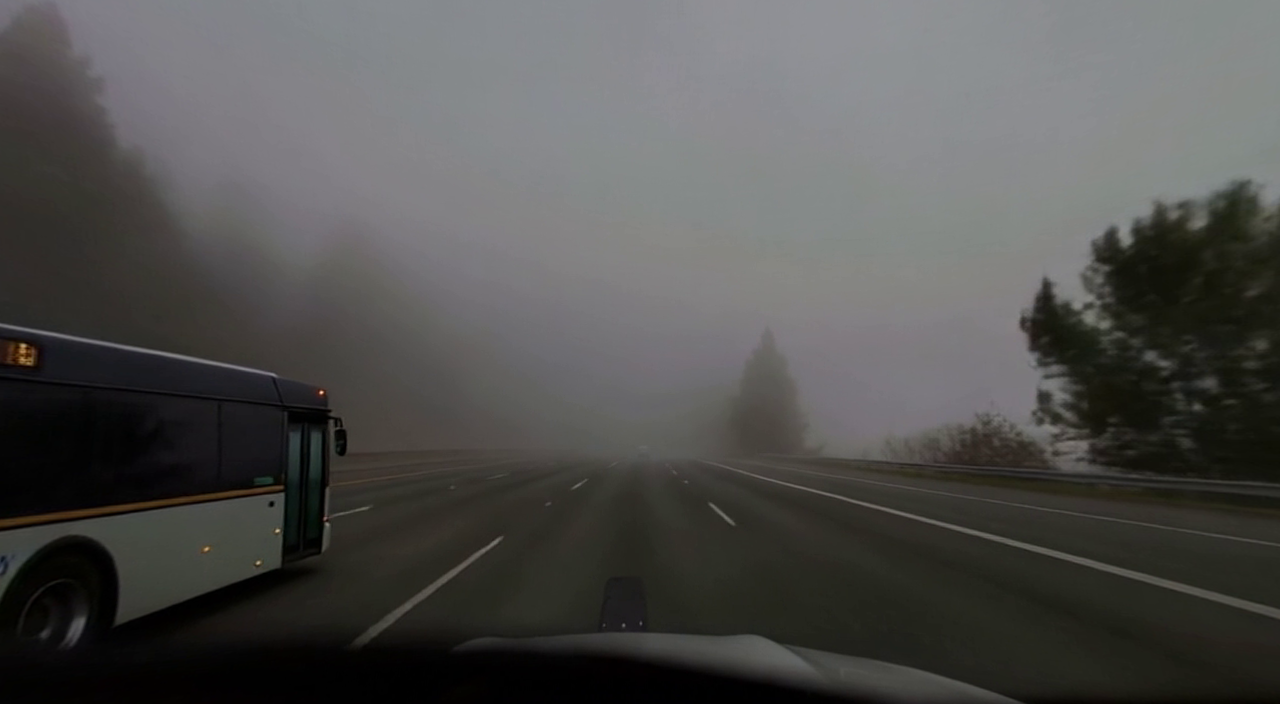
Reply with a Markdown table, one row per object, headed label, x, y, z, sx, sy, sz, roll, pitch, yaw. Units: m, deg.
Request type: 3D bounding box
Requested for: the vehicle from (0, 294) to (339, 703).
| label | x | y | z | sx | sy | sz | roll | pitch | yaw |
| --- | --- | --- | --- | --- | --- | --- | --- | --- | --- |
| vehicle | -4.097 | 0.818 | 3.599 | 2.127 | 1.985 | 5.205 | -1 | -8 | 1 |
